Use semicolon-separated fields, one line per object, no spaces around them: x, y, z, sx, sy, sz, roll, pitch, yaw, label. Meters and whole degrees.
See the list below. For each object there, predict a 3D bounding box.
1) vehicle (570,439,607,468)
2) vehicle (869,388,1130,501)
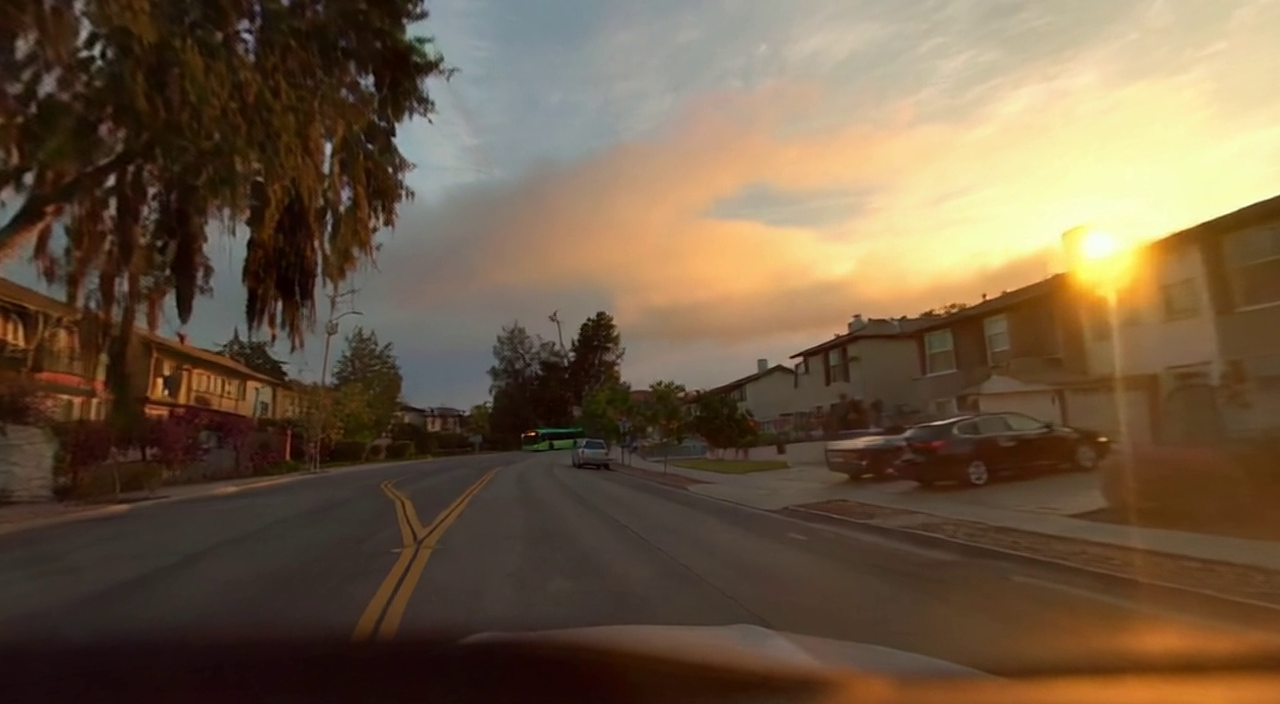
-3.085;5.963;37.156;1.984;1.601;3.994;1;-9;-8;vehicle
7.457;1.892;13.301;4.431;1.873;1.920;-2;-8;-13;vehicle
